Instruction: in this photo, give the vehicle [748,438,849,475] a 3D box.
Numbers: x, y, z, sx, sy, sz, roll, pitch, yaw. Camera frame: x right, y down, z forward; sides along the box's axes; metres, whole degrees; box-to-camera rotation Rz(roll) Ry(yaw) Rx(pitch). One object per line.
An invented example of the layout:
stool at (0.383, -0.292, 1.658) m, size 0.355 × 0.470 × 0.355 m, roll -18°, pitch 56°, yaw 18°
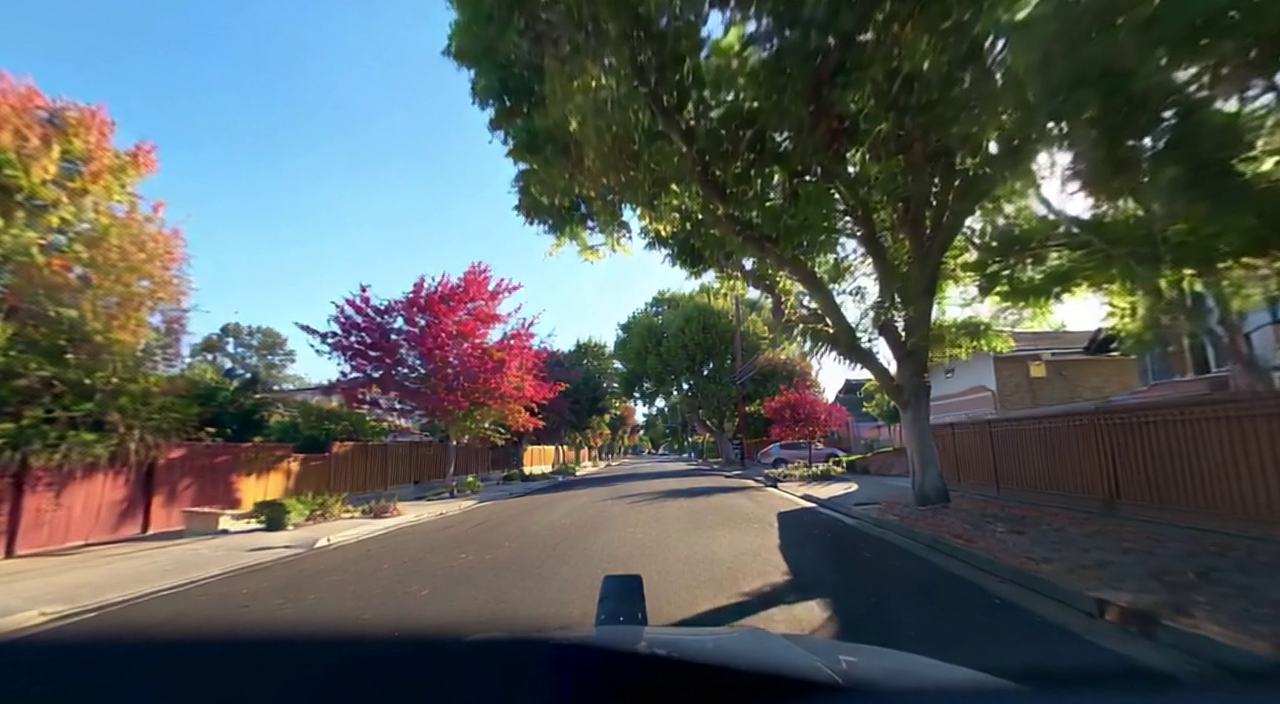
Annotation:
vehicle at (8.206, 5.464, 33.103) m, size 4.806 × 1.851 × 2.050 m, roll -1°, pitch -9°, yaw 3°
